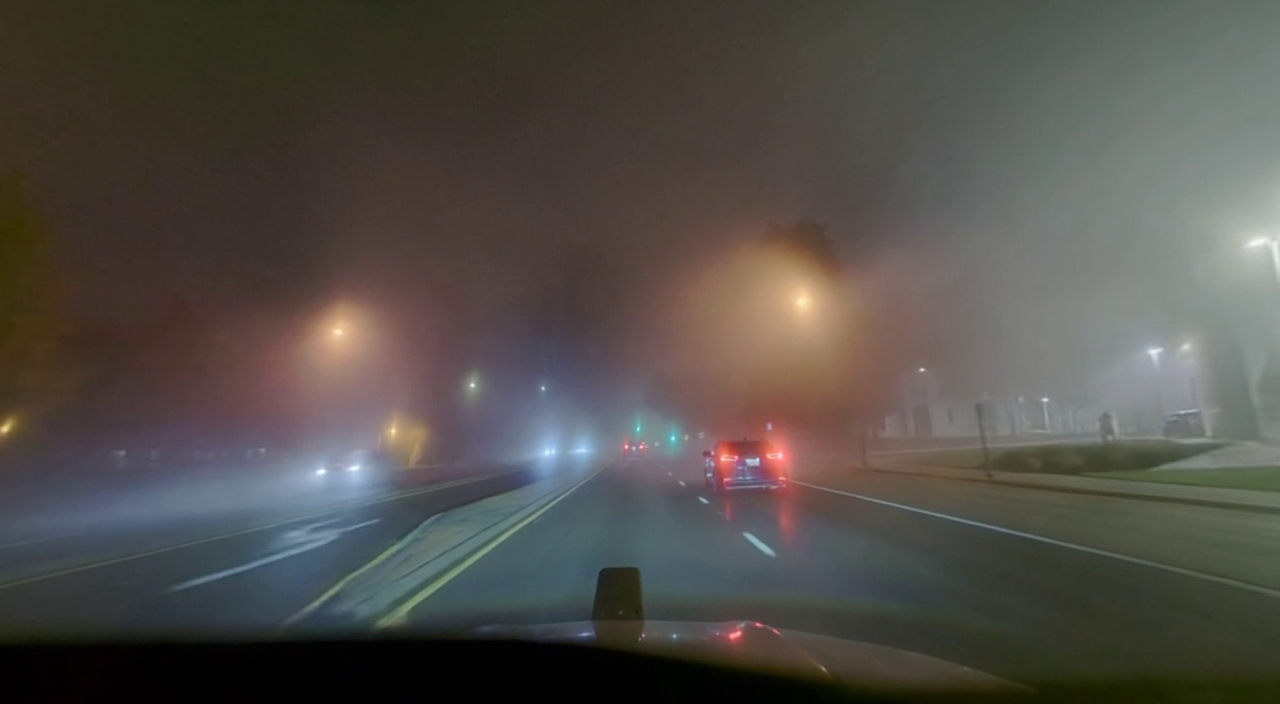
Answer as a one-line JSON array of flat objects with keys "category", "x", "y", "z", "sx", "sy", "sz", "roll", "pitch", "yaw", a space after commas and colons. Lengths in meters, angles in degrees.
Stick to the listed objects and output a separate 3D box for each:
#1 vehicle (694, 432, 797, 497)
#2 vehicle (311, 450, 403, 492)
[{"category": "vehicle", "x": 2.830, "y": 3.165, "z": 18.181, "sx": 1.995, "sy": 1.616, "sz": 4.729, "roll": 0, "pitch": -8, "yaw": -2}, {"category": "vehicle", "x": -12.239, "y": 5.144, "z": 27.697, "sx": 1.943, "sy": 1.672, "sz": 4.368, "roll": 0, "pitch": -8, "yaw": 1}]
